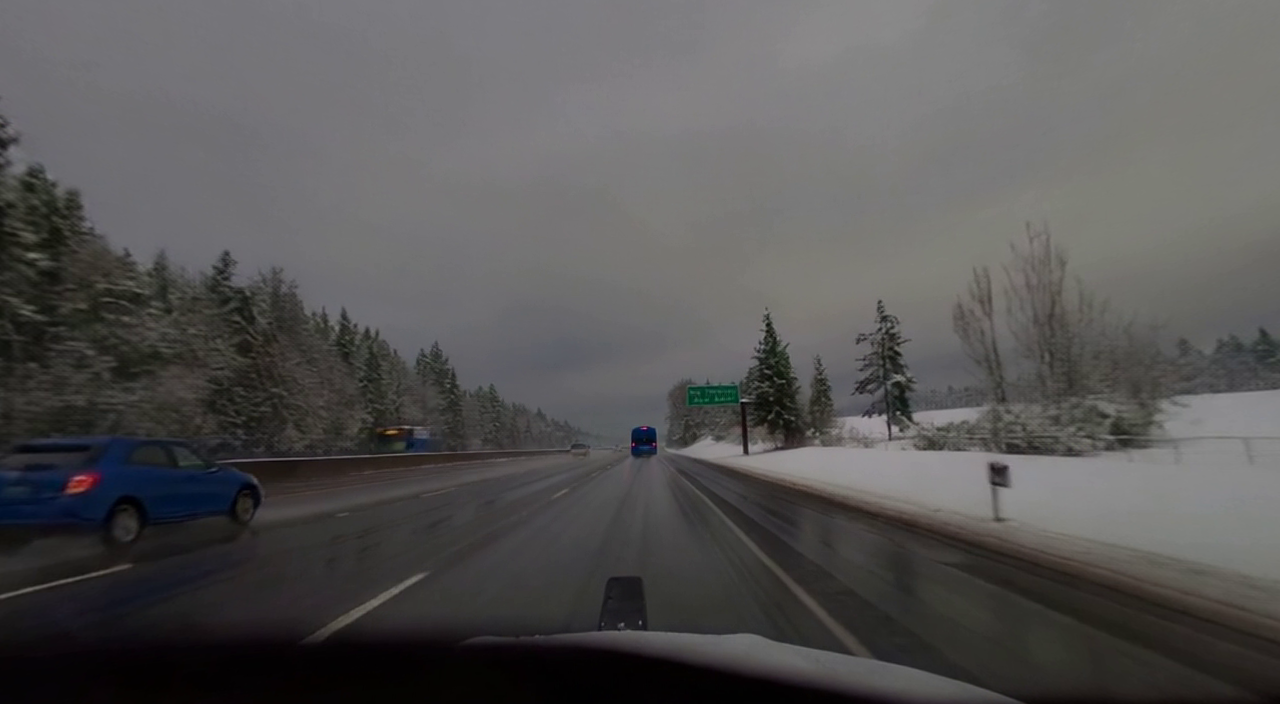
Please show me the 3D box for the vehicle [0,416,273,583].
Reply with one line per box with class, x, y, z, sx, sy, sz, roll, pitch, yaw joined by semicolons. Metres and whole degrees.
vehicle;-7.507;1.826;8.661;2.080;1.674;4.660;0;-8;1
